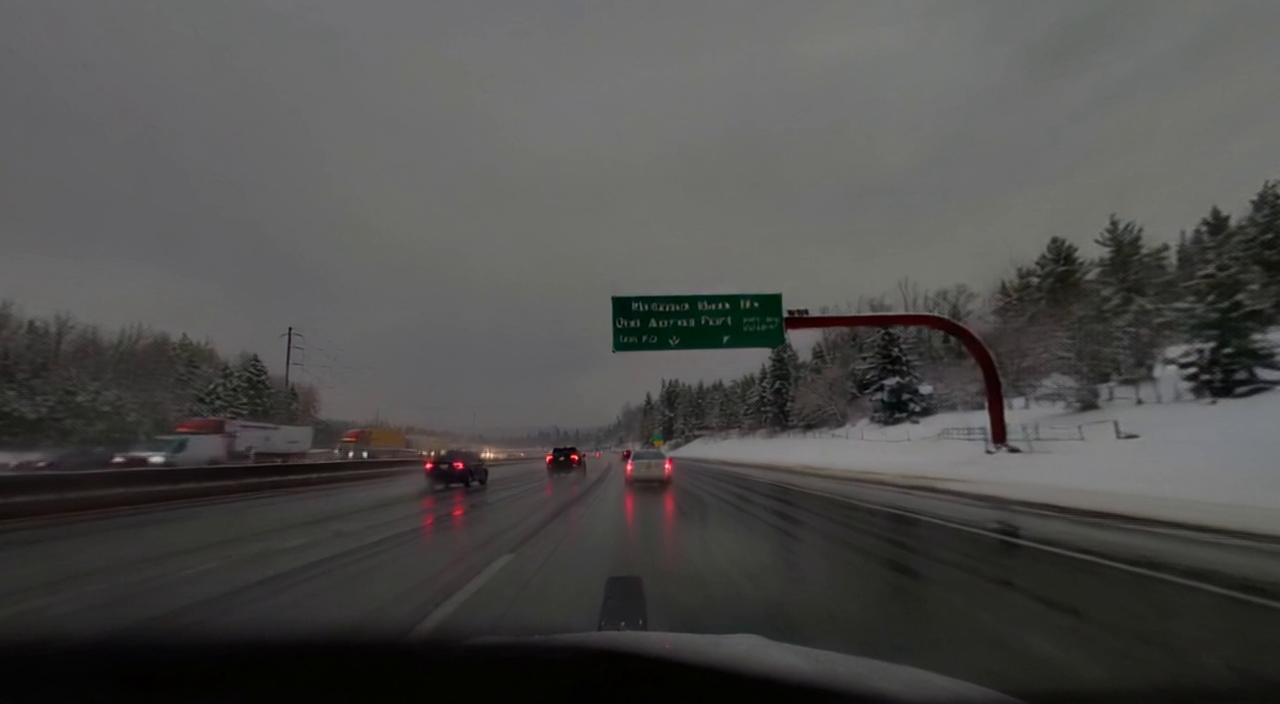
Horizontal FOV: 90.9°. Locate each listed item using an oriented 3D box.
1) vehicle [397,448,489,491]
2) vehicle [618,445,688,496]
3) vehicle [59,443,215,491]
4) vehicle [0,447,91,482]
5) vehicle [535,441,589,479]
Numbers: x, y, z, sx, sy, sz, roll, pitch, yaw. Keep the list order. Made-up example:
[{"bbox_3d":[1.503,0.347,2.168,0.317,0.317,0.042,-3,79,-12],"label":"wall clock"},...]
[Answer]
[{"bbox_3d":[-7.313,4.386,23.993,1.974,1.464,4.733,0,-9,0],"label":"vehicle"},{"bbox_3d":[0.340,3.865,20.980,2.082,1.482,4.126,0,-9,-2],"label":"vehicle"},{"bbox_3d":[-26.065,5.947,33.233,2.635,2.237,6.970,0,-9,-2],"label":"vehicle"},{"bbox_3d":[-29.781,5.481,31.090,1.822,1.595,4.076,0,-9,-3],"label":"vehicle"},{"bbox_3d":[-3.915,5.527,32.496,2.289,1.777,4.534,0,-9,-1],"label":"vehicle"}]
